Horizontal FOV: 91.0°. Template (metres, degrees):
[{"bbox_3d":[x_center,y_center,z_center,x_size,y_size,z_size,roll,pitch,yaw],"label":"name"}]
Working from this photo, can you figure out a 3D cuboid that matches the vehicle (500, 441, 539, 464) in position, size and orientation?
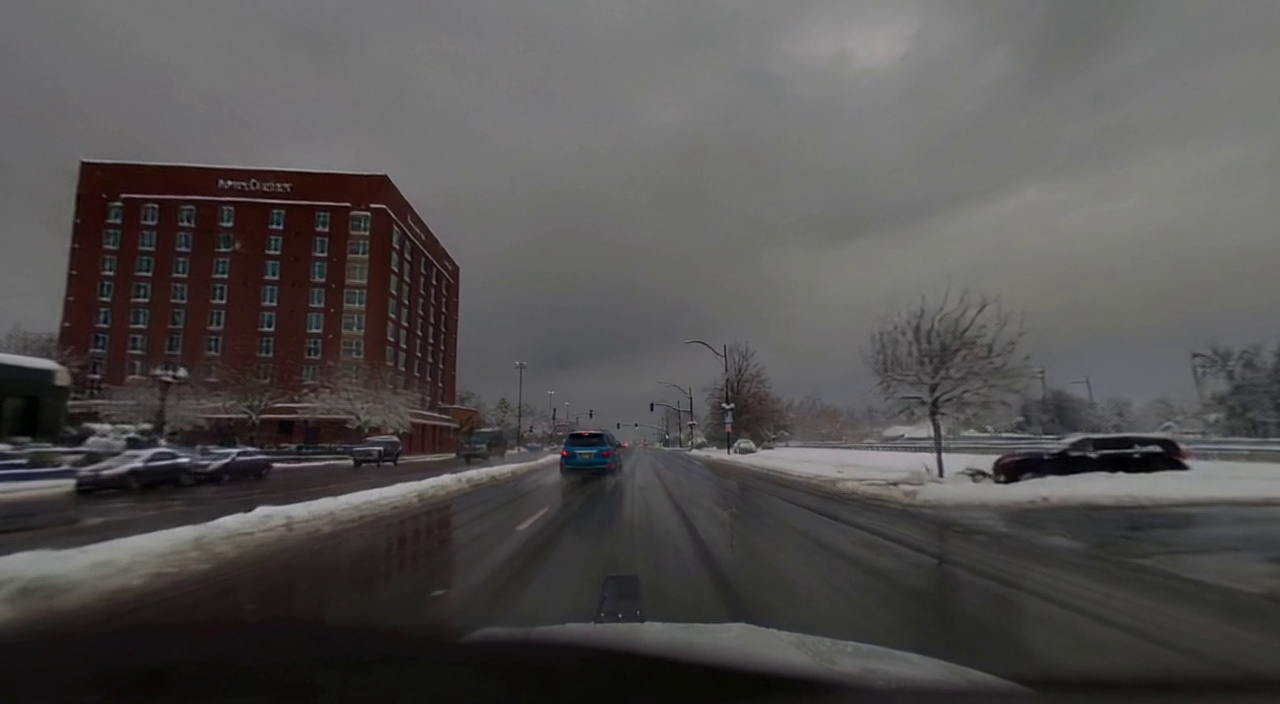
[{"bbox_3d":[-8.301,6.966,43.789,1.899,1.495,4.093,0,-8,0],"label":"vehicle"}]

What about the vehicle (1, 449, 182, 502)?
[{"bbox_3d":[-17.806,3.985,20.808,1.852,1.481,4.660,0,-8,-1],"label":"vehicle"}]

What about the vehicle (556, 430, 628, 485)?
[{"bbox_3d":[-1.556,3.628,21.898,2.080,1.722,3.766,0,-8,2],"label":"vehicle"}]

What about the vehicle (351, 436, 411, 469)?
[{"bbox_3d":[-17.954,6.955,43.863,2.112,2.138,4.888,0,-8,0],"label":"vehicle"}]

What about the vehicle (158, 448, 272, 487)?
[{"bbox_3d":[-17.797,4.821,26.649,1.840,1.508,4.376,0,-8,-1],"label":"vehicle"}]

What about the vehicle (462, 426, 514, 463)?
[{"bbox_3d":[-11.755,7.236,49.101,2.556,2.673,5.915,0,-8,0],"label":"vehicle"}]

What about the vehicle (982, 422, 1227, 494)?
[{"bbox_3d":[14.812,3.413,20.638,2.589,1.989,5.779,4,-9,-26],"label":"vehicle"}]
